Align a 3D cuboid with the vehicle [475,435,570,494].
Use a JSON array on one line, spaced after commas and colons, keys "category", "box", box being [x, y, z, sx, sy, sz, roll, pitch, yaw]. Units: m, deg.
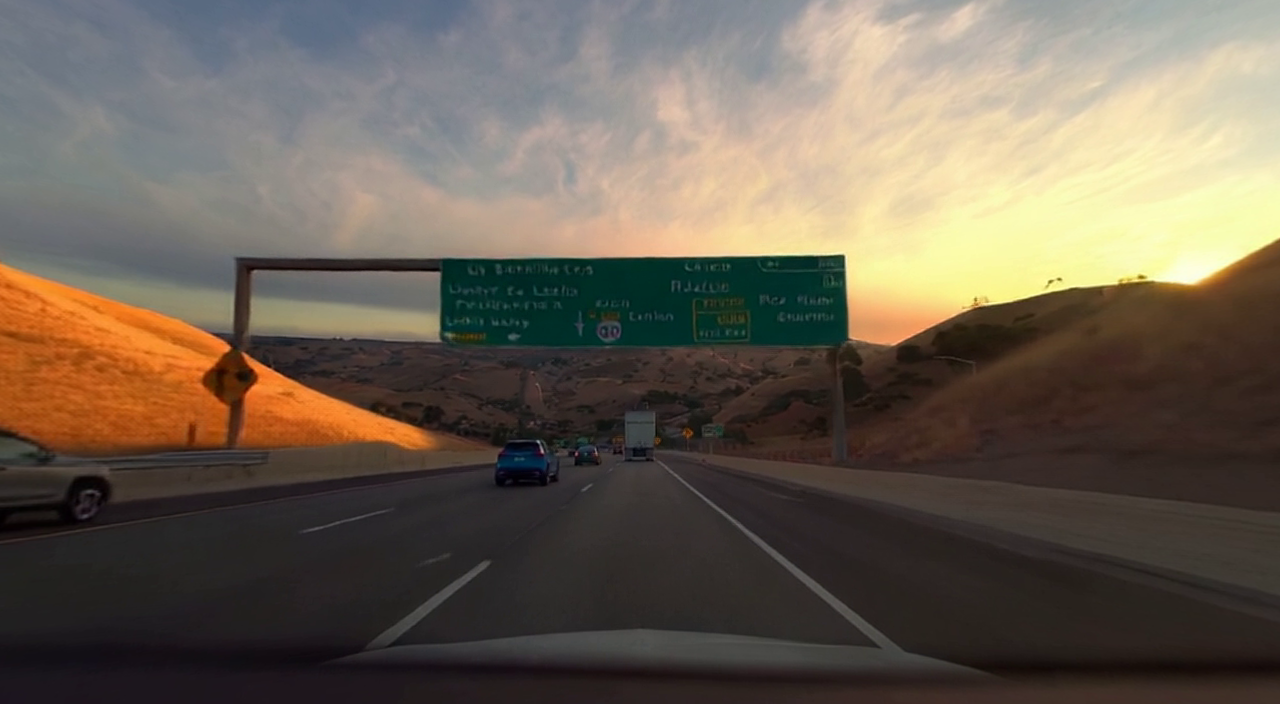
[{"category": "vehicle", "box": [-3.756, 3.696, 21.122, 2.194, 1.725, 4.698, 0, -9, 1]}]
